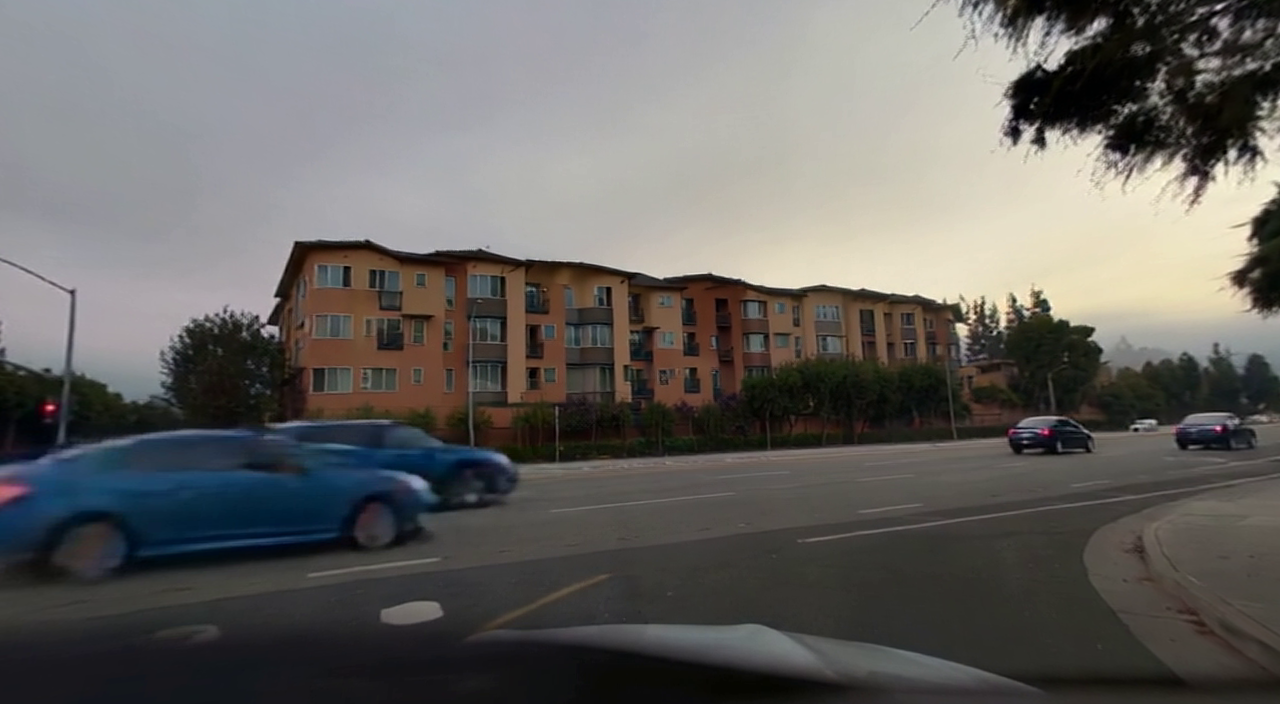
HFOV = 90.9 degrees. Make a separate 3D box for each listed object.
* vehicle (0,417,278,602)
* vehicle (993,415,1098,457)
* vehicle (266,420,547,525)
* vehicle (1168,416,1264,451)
[{"bbox_3d":[-6.373,1.513,6.432,4.438,1.625,2.033,5,-10,-33],"label":"vehicle"},{"bbox_3d":[17.667,3.672,27.409,4.683,1.678,1.981,5,-10,-33],"label":"vehicle"},{"bbox_3d":[-4.339,2.175,12.128,4.734,1.633,1.829,4,-9,-34],"label":"vehicle"},{"bbox_3d":[25.687,3.669,28.077,4.521,1.433,1.943,5,-10,-33],"label":"vehicle"}]
